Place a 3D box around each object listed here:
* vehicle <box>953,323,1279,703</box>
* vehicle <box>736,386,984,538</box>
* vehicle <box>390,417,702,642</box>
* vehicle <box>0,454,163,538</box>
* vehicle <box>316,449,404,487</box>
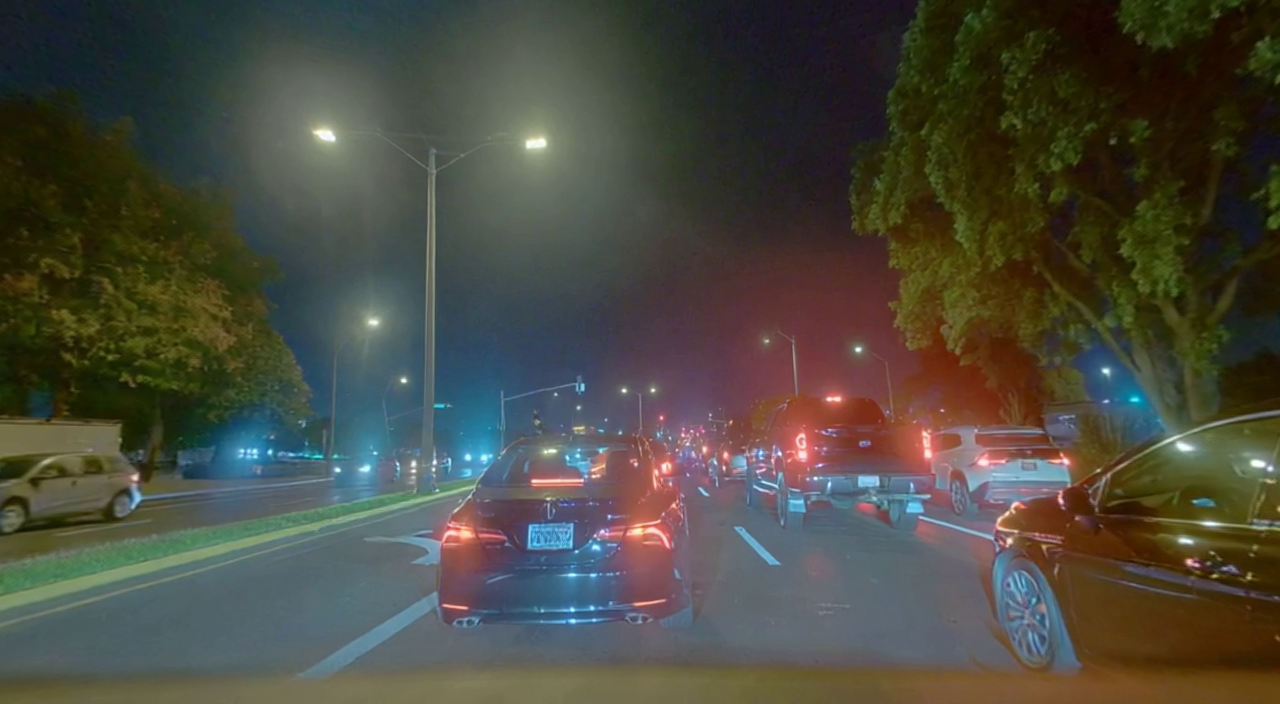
[{"bbox_3d":[3.154,0.760,2.074,1.982,1.709,4.427,0,-9,1],"label":"vehicle"},{"bbox_3d":[3.511,1.960,11.693,2.444,2.098,5.766,0,-9,-1],"label":"vehicle"},{"bbox_3d":[-0.583,1.502,6.333,2.111,1.506,4.018,0,-9,2],"label":"vehicle"},{"bbox_3d":[-12.790,2.905,13.077,1.968,1.497,4.649,0,-9,1],"label":"vehicle"},{"bbox_3d":[-12.428,5.138,28.220,1.882,1.538,4.382,0,-8,1],"label":"vehicle"}]
